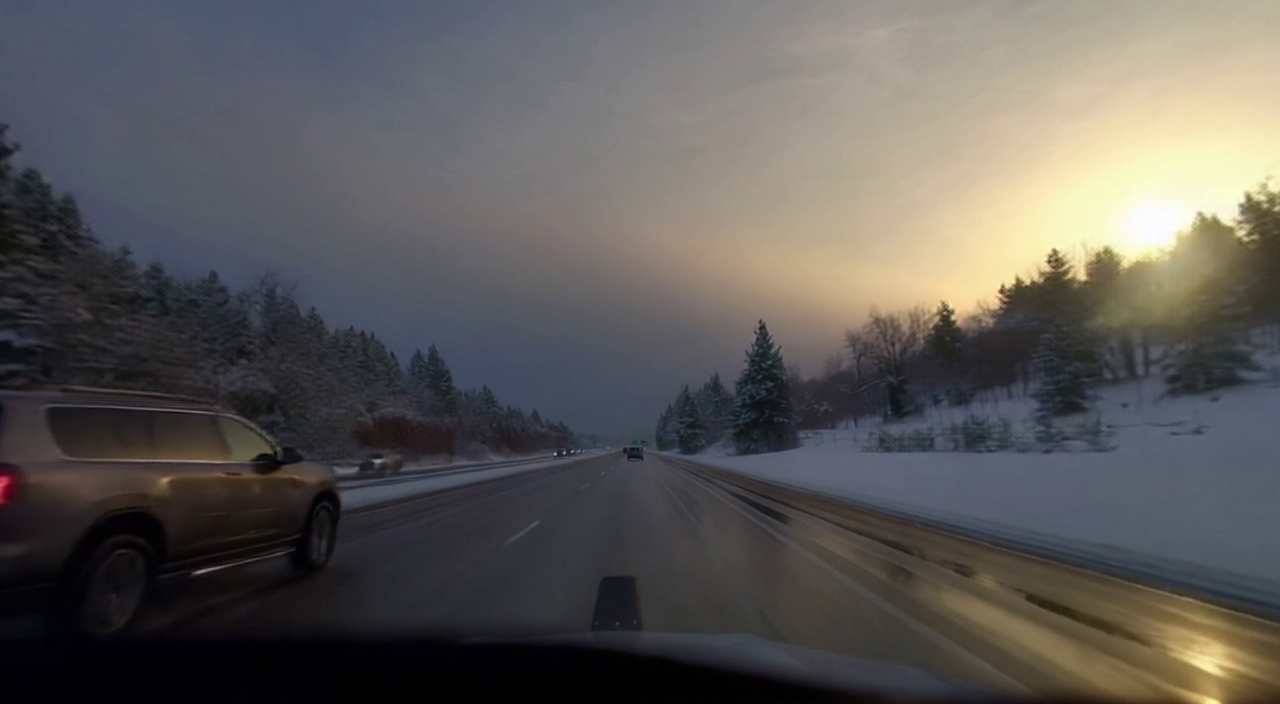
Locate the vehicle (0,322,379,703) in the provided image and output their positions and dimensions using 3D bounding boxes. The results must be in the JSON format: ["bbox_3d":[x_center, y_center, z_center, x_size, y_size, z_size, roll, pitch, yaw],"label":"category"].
[{"bbox_3d":[-4.110,1.078,4.786,2.292,1.802,4.481,0,-9,0],"label":"vehicle"}]
